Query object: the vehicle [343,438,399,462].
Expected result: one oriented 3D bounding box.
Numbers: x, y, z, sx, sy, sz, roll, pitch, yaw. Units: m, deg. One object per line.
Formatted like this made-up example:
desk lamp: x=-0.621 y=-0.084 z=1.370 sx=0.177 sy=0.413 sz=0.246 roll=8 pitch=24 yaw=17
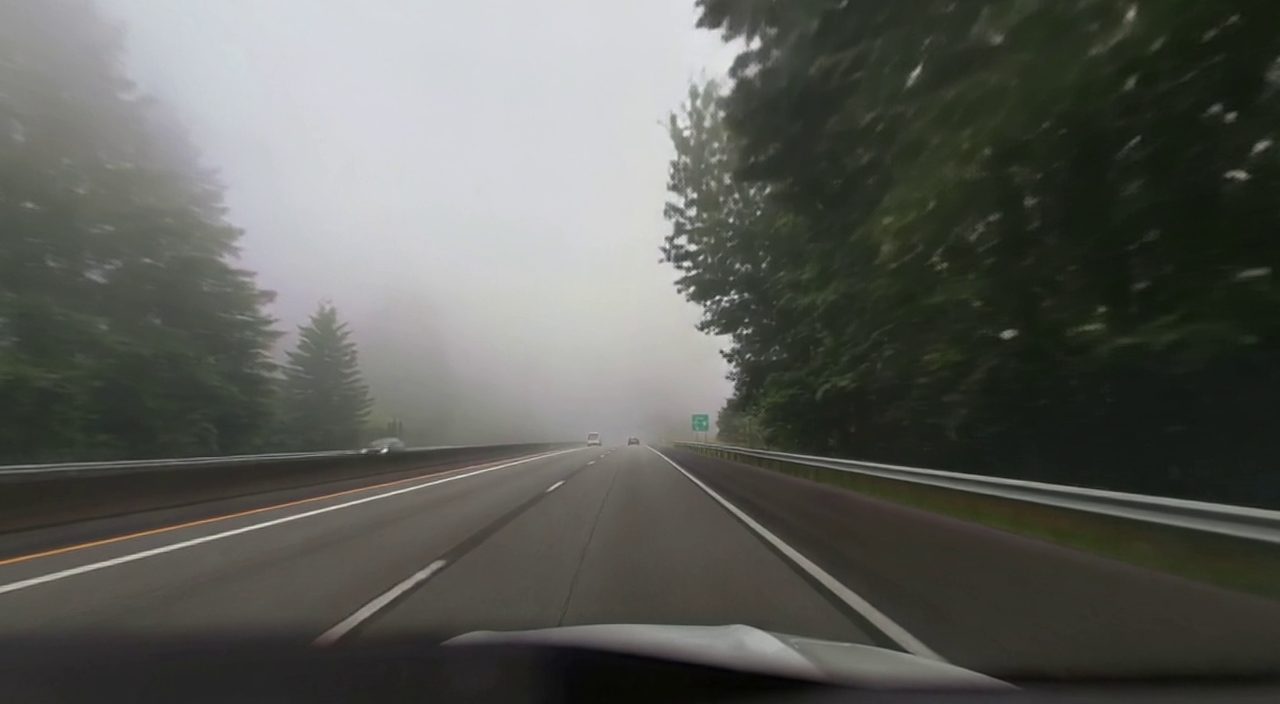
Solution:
vehicle: x=-17.662 y=6.414 z=41.553 sx=1.904 sy=1.469 sz=4.186 roll=0 pitch=-8 yaw=-1
